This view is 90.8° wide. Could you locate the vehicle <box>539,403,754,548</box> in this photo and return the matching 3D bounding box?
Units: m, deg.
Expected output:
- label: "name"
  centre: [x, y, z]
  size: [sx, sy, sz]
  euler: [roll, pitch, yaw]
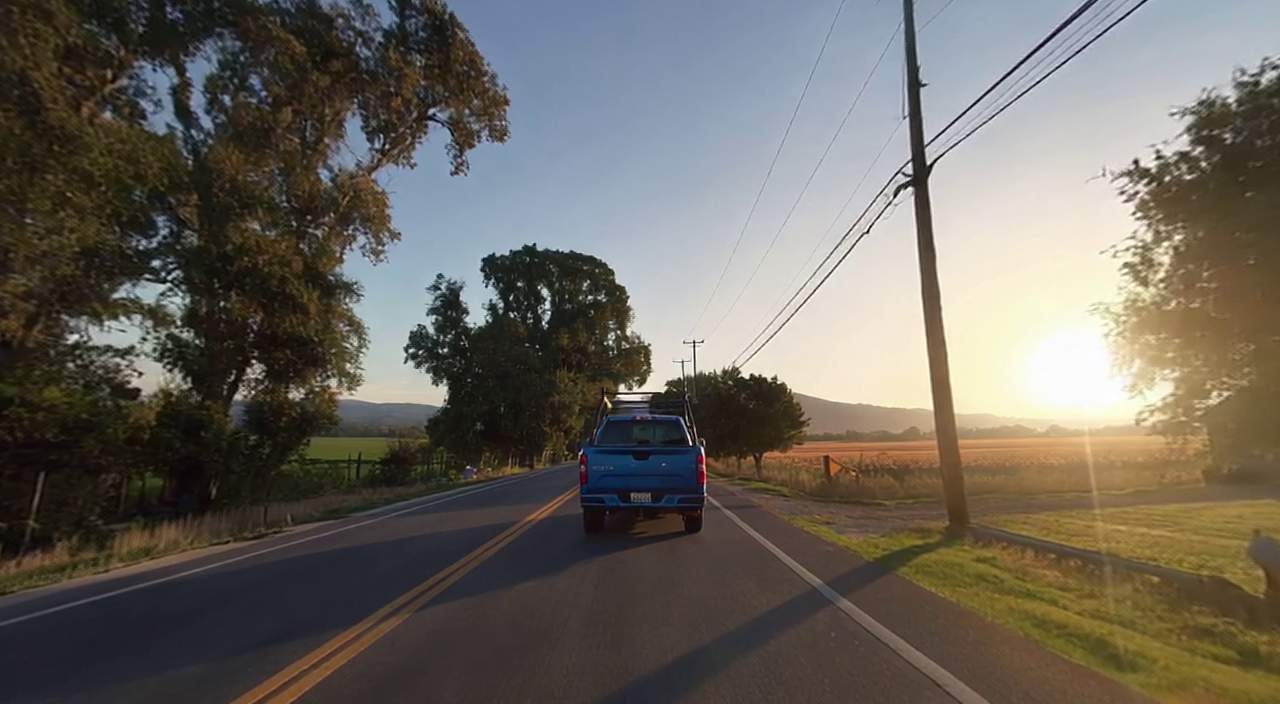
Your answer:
- label: "vehicle"
  centre: [0.052, 2.039, 11.212]
  size: [2.774, 1.861, 5.885]
  euler: [0, -8, -1]
